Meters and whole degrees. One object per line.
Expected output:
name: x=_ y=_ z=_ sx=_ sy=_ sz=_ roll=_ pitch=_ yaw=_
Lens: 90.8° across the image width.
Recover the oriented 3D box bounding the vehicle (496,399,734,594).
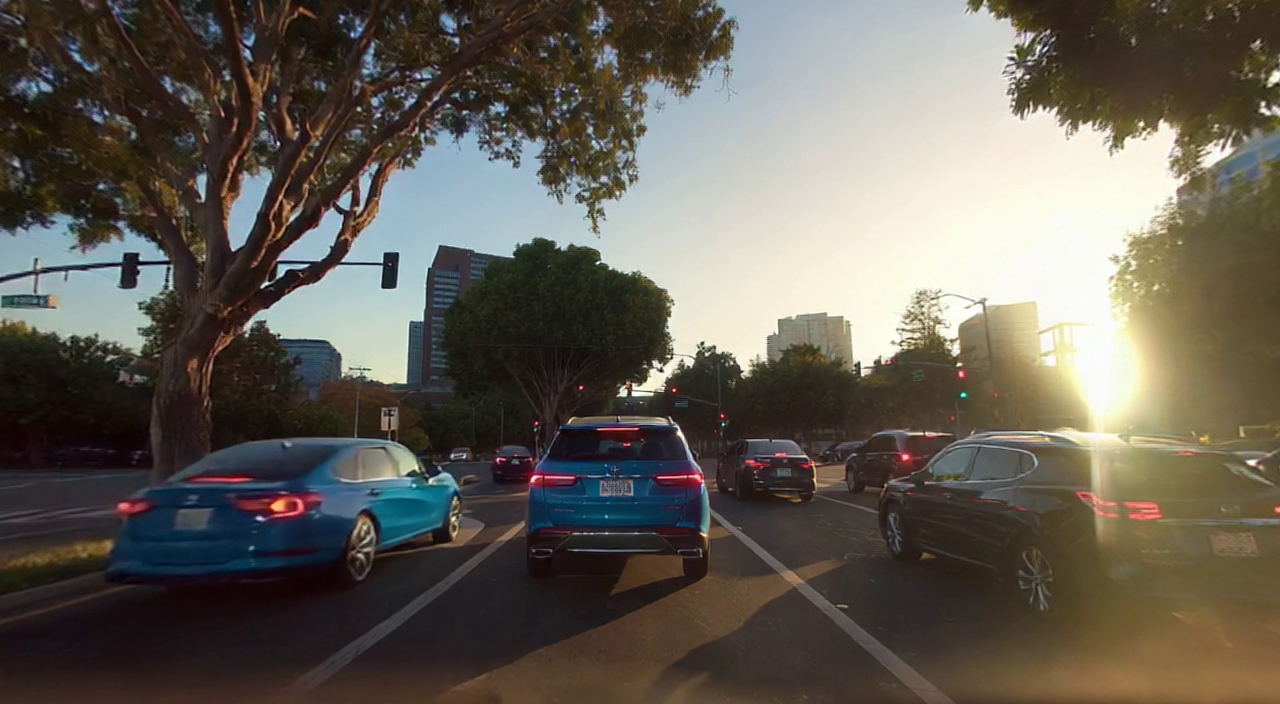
vehicle: x=-0.281 y=1.567 z=7.634 sx=2.101 sy=1.707 sz=3.904 roll=0 pitch=-8 yaw=-2

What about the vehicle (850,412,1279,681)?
vehicle: x=3.613 y=1.392 z=5.696 sx=1.861 sy=1.478 sz=4.185 roll=0 pitch=-8 yaw=-2

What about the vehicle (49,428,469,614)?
vehicle: x=-3.649 y=1.684 z=7.352 sx=2.063 sy=1.454 sz=4.553 roll=0 pitch=-8 yaw=0

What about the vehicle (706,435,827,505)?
vehicle: x=2.967 y=2.860 z=15.778 sx=1.950 sy=1.506 sz=4.086 roll=0 pitch=-8 yaw=-3
